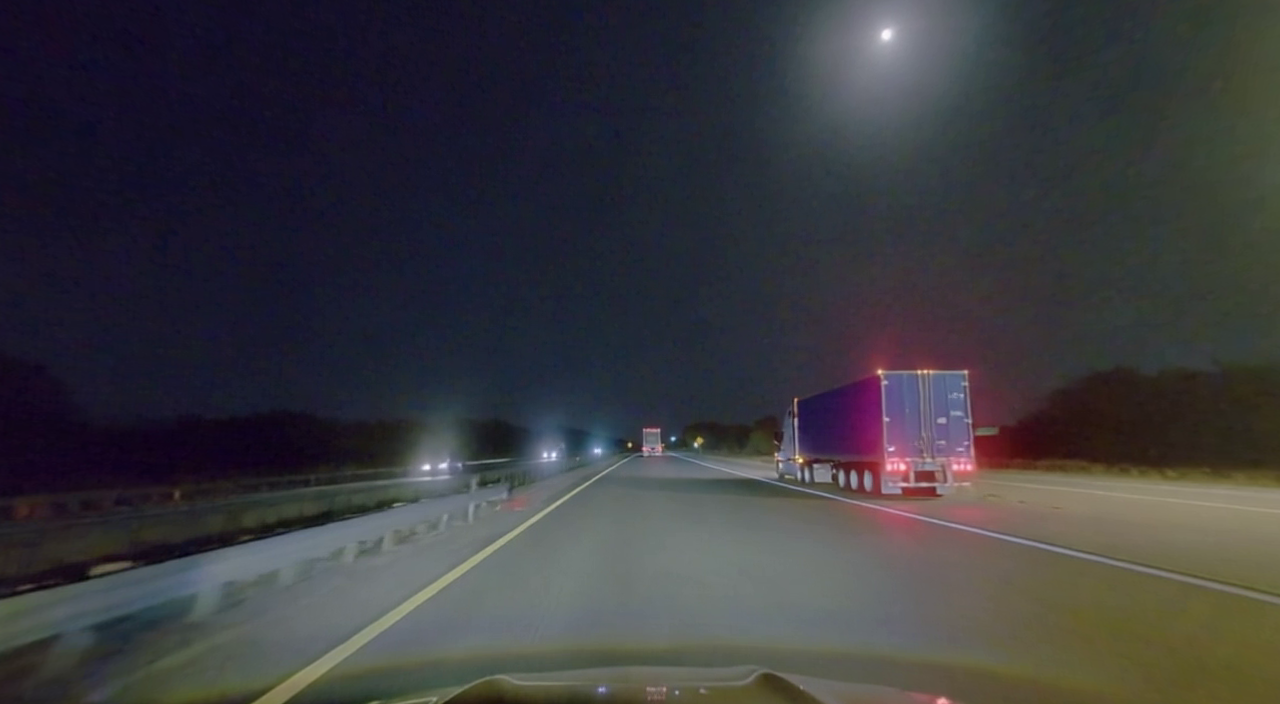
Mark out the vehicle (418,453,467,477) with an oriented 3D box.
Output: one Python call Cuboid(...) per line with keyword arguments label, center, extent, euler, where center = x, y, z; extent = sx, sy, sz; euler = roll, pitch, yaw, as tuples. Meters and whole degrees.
Cuboid(label="vehicle", center=(-13.214, 7.591, 42.459), extent=(1.869, 1.455, 4.529), euler=(0, -9, 0))
